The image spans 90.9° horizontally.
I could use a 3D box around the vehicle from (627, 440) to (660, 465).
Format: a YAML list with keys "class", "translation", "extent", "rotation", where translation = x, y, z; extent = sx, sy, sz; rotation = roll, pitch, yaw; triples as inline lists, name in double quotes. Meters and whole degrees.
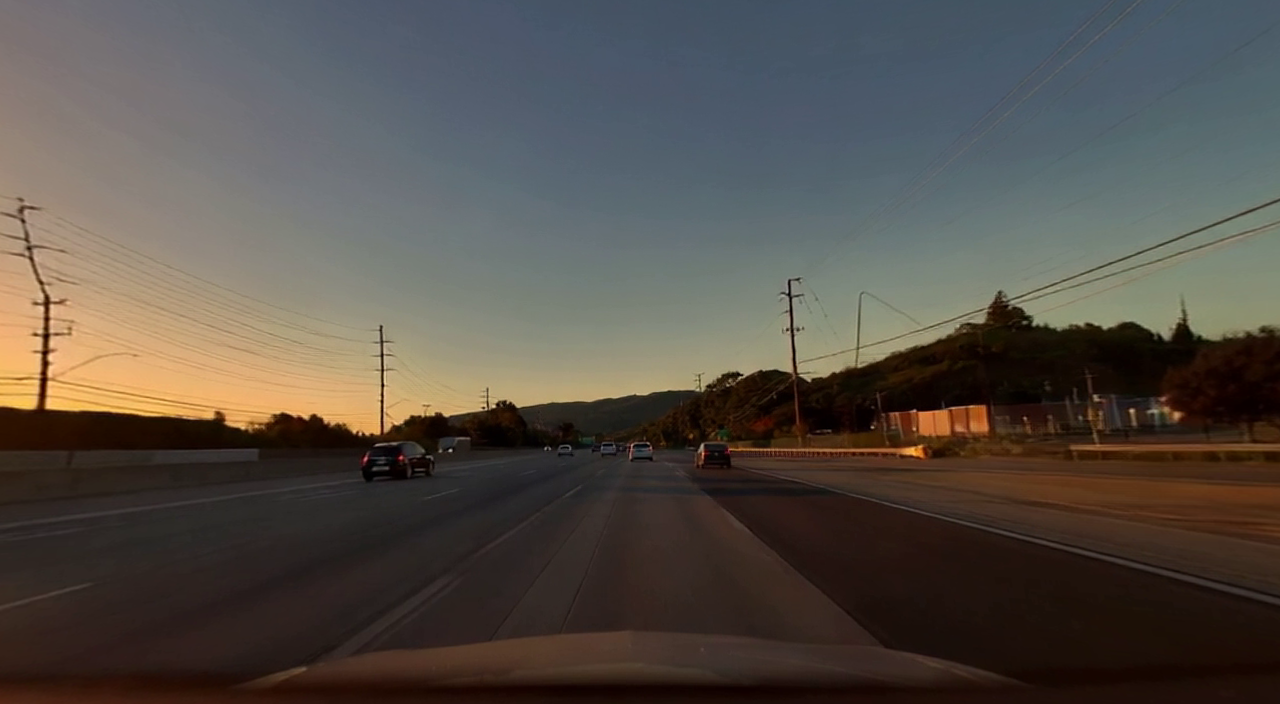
- class: "vehicle"
  translation: [0.230, 6.456, 40.689]
  extent: [2.036, 1.474, 3.969]
  rotation: [0, -8, 0]

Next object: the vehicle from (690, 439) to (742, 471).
- class: "vehicle"
  translation: [3.785, 5.202, 32.090]
  extent: [2.060, 1.526, 4.387]
  rotation: [0, -8, -1]

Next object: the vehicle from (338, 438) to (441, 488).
- class: "vehicle"
  translation: [-10.324, 4.601, 26.541]
  extent: [2.241, 1.810, 4.966]
  rotation: [-2, -8, 1]
